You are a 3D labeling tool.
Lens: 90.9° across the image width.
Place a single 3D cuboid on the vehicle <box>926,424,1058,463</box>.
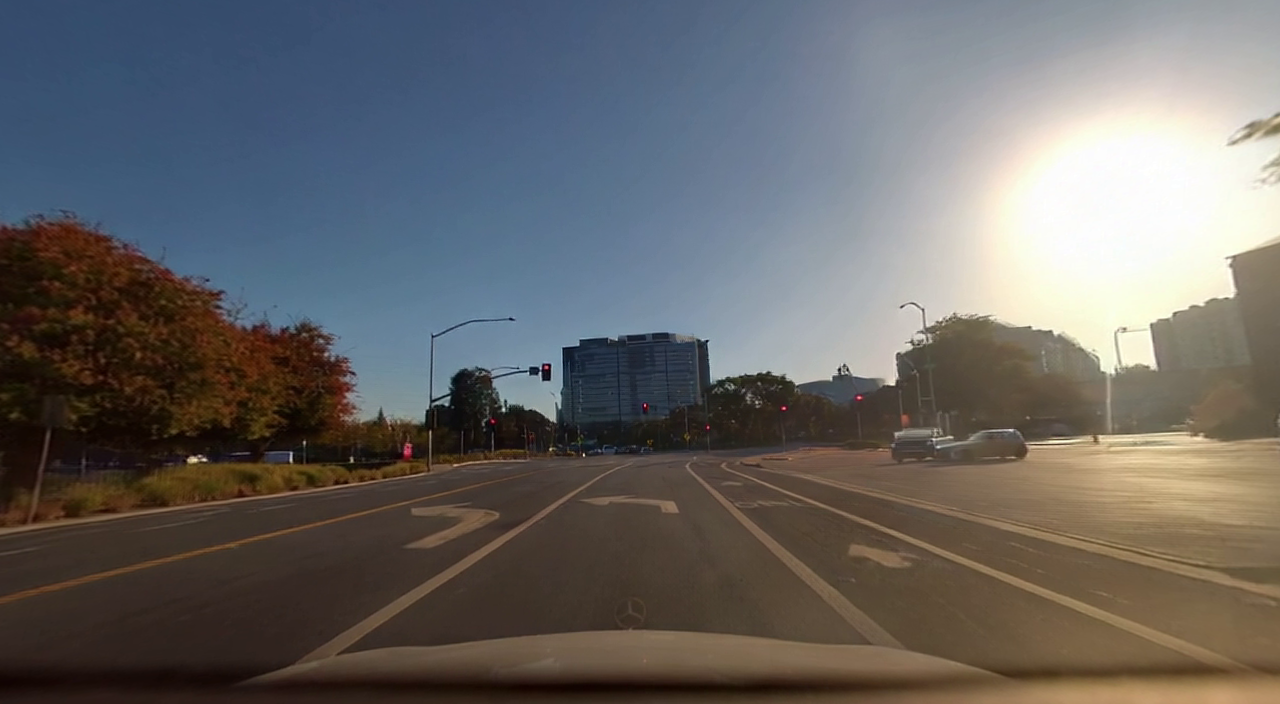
[{"bbox_3d":[14.136,3.691,25.469,4.167,1.476,1.871,0,-8,-1],"label":"vehicle"}]
